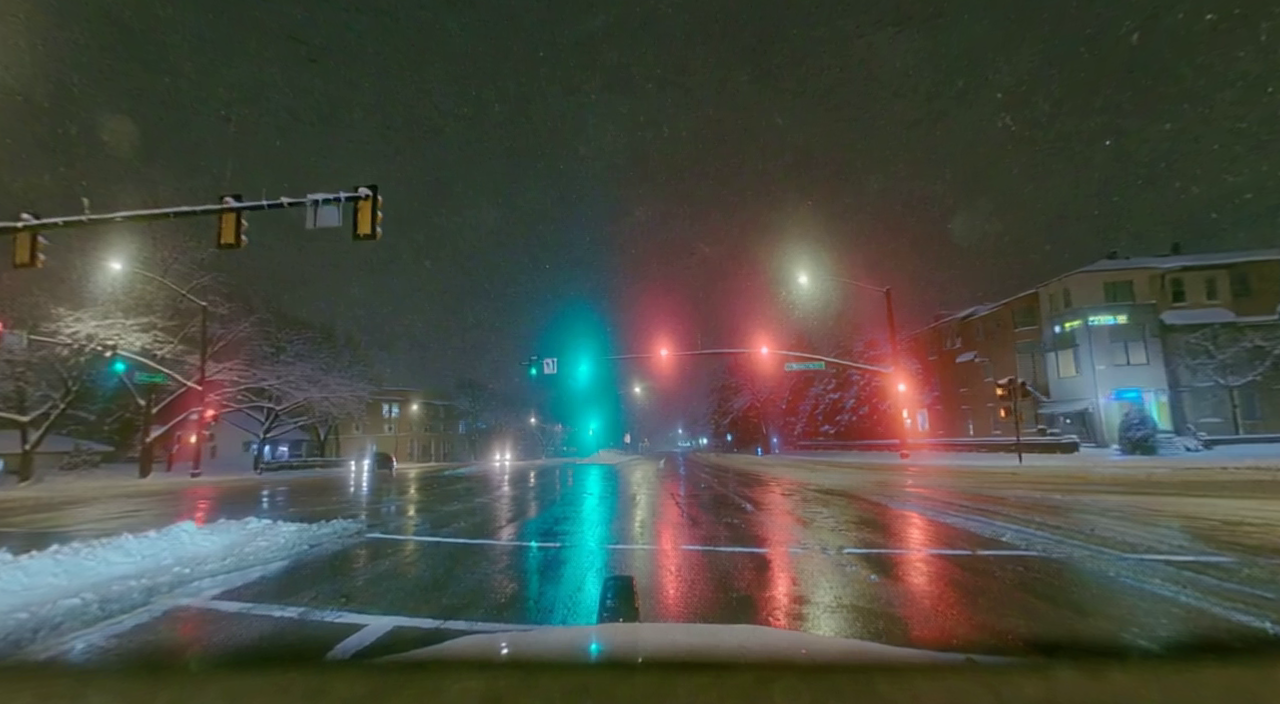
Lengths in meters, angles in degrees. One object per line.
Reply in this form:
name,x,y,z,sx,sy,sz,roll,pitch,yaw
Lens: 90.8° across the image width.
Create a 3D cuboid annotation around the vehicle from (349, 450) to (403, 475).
vehicle,-18.823,7.848,45.226,1.933,1.664,4.255,0,-9,1
